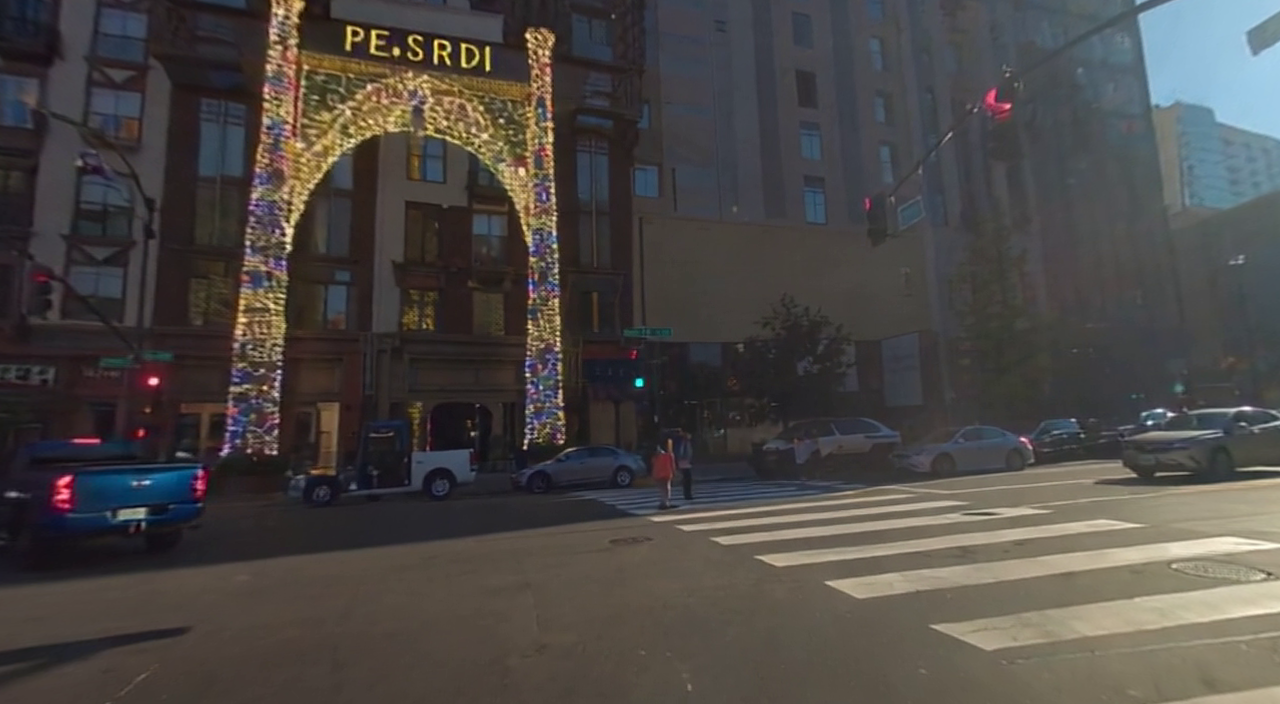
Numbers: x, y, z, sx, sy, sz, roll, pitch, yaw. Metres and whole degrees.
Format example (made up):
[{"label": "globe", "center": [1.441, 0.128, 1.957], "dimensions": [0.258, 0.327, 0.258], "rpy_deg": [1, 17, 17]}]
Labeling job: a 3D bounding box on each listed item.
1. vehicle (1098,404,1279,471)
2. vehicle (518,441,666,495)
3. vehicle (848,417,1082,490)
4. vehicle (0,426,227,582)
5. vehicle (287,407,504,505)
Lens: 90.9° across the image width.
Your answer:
[{"label": "vehicle", "center": [14.457, 2.200, 16.210], "dimensions": [4.390, 1.552, 1.925], "rpy_deg": [2, -9, -16]}, {"label": "vehicle", "center": [-1.592, 3.657, 20.218], "dimensions": [4.515, 1.583, 1.920], "rpy_deg": [1, -8, -10]}, {"label": "vehicle", "center": [7.398, 2.292, 14.485], "dimensions": [4.600, 1.506, 1.878], "rpy_deg": [2, -8, -15]}, {"label": "vehicle", "center": [-10.055, 2.347, 10.704], "dimensions": [5.534, 2.020, 2.477], "rpy_deg": [-4, -9, 26]}, {"label": "vehicle", "center": [-7.712, 3.364, 20.760], "dimensions": [6.182, 2.913, 2.526], "rpy_deg": [1, -8, -11]}]
